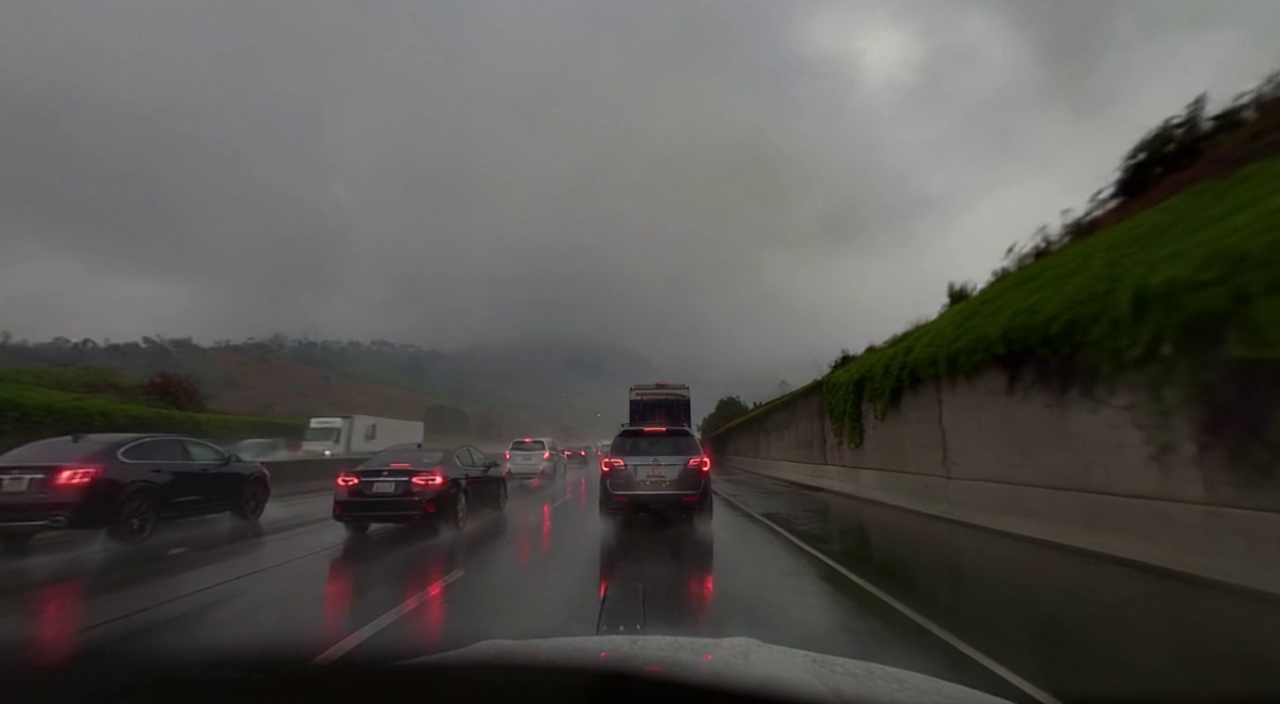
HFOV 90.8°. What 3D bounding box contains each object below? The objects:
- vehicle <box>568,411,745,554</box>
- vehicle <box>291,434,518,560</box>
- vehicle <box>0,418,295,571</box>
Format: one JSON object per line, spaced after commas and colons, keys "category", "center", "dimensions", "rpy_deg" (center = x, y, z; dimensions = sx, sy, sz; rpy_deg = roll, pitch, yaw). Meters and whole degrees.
{"category": "vehicle", "center": [0.164, 2.047, 10.601], "dimensions": [2.210, 1.760, 5.303], "rpy_deg": [0, -9, -1]}
{"category": "vehicle", "center": [-3.249, 2.075, 9.698], "dimensions": [1.917, 1.506, 3.949], "rpy_deg": [0, -9, 1]}
{"category": "vehicle", "center": [-7.468, 1.957, 9.429], "dimensions": [1.986, 1.700, 4.558], "rpy_deg": [0, -9, 0]}
